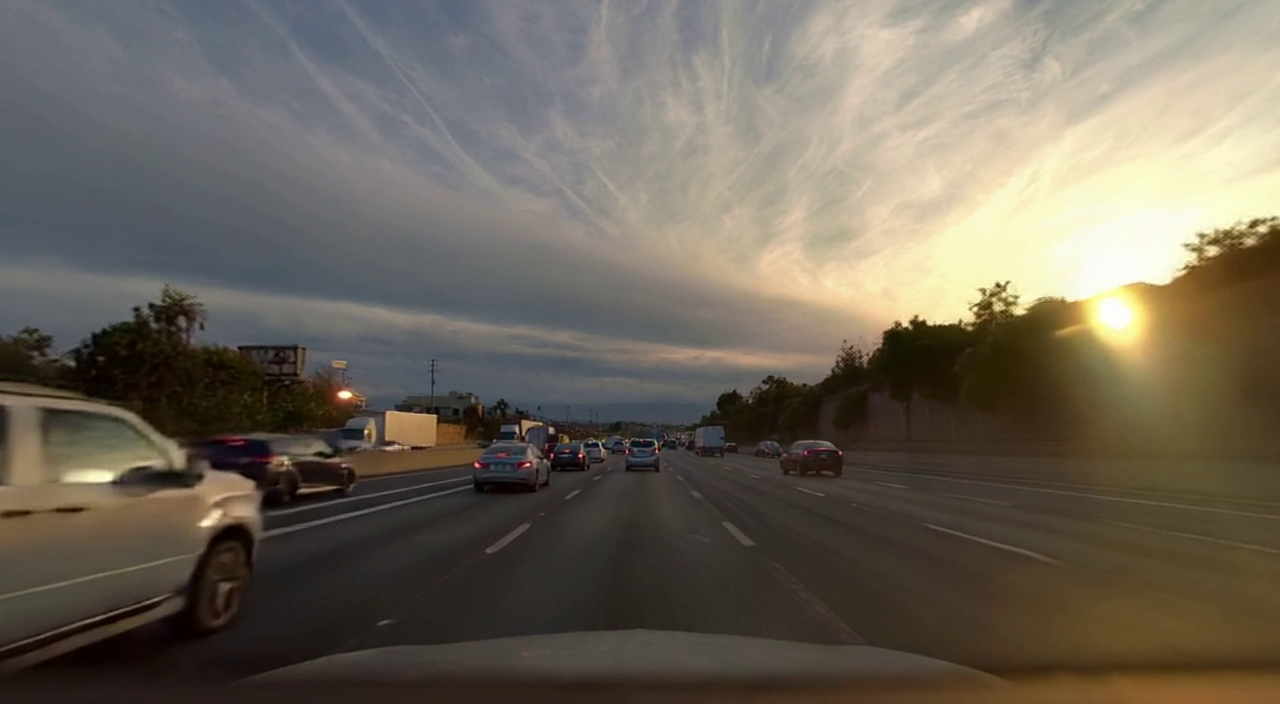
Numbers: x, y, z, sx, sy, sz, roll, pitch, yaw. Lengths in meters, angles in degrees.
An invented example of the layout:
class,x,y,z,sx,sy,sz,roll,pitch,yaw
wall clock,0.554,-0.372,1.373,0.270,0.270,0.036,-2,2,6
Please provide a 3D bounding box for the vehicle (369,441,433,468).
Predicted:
class,x,y,z,sx,sy,sz,roll,pitch,yaw
vehicle,-15.271,6.609,40.558,2.021,1.607,4.979,0,-9,2

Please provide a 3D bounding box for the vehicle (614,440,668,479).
class,x,y,z,sx,sy,sz,roll,pitch,yaw
vehicle,0.040,4.394,25.958,2.053,1.461,3.941,0,-9,0

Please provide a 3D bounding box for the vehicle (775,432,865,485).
class,x,y,z,sx,sy,sz,roll,pitch,yaw
vehicle,6.472,3.877,23.225,1.992,1.745,4.329,0,-9,-1

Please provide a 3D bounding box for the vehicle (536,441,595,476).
class,x,y,z,sx,sy,sz,roll,pitch,yaw
vehicle,-3.381,4.931,29.403,2.098,1.463,4.578,0,-9,1

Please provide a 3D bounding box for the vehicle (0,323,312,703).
class,x,y,z,sx,sy,sz,roll,pitch,yaw
vehicle,-3.571,0.769,2.568,2.012,1.734,4.510,0,-9,0

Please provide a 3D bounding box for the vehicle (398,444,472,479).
class,x,y,z,sx,sy,sz,roll,pitch,yaw
vehicle,-9.091,4.876,28.246,1.827,1.472,3.962,0,-9,2

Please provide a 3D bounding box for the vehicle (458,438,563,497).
class,x,y,z,sx,sy,sz,roll,pitch,yaw
vehicle,-3.534,3.242,18.036,2.025,1.449,4.190,0,-9,1

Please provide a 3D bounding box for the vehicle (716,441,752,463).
class,x,y,z,sx,sy,sz,roll,pitch,yaw
vehicle,6.611,7.078,44.507,1.895,1.488,4.254,0,-9,0
